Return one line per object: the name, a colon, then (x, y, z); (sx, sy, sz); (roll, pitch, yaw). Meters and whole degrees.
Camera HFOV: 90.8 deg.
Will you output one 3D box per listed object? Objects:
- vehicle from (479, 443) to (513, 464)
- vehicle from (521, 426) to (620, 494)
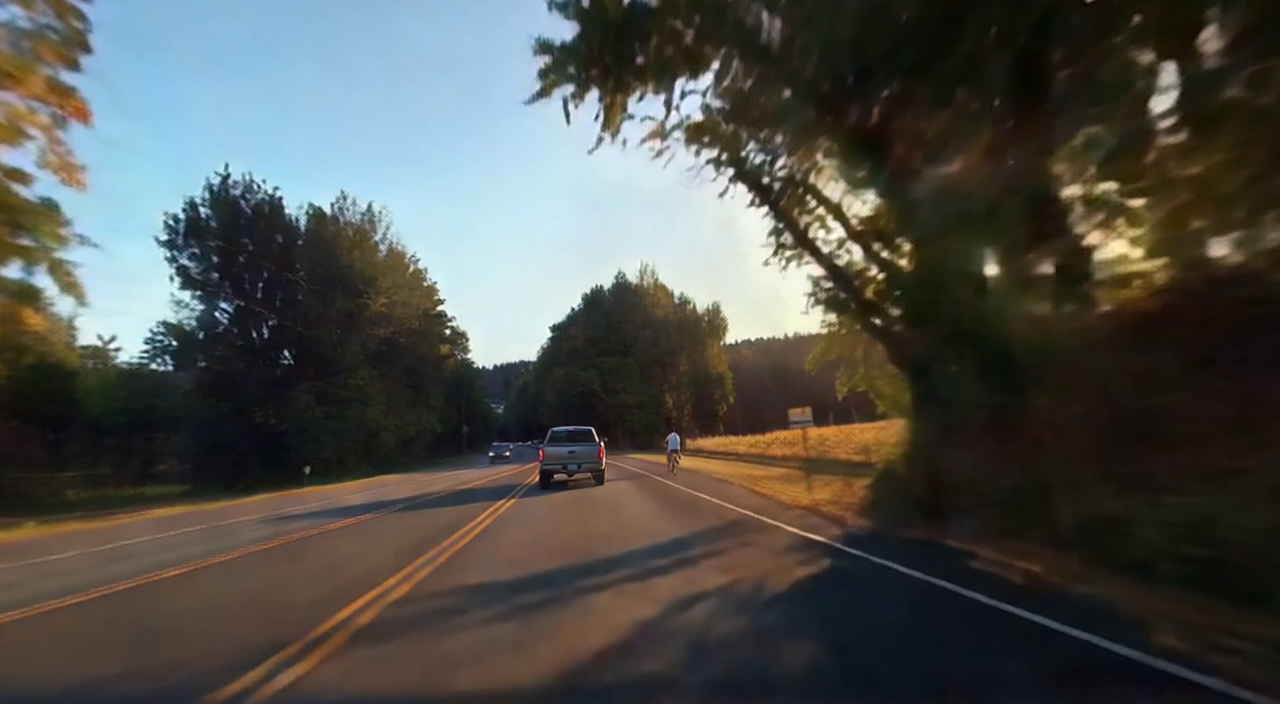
vehicle: (-10.824, 7.655, 47.702); (2.045, 1.474, 3.956); (0, -8, -6)
vehicle: (-2.018, 3.291, 19.649); (2.631, 1.798, 5.331); (0, -8, -4)
